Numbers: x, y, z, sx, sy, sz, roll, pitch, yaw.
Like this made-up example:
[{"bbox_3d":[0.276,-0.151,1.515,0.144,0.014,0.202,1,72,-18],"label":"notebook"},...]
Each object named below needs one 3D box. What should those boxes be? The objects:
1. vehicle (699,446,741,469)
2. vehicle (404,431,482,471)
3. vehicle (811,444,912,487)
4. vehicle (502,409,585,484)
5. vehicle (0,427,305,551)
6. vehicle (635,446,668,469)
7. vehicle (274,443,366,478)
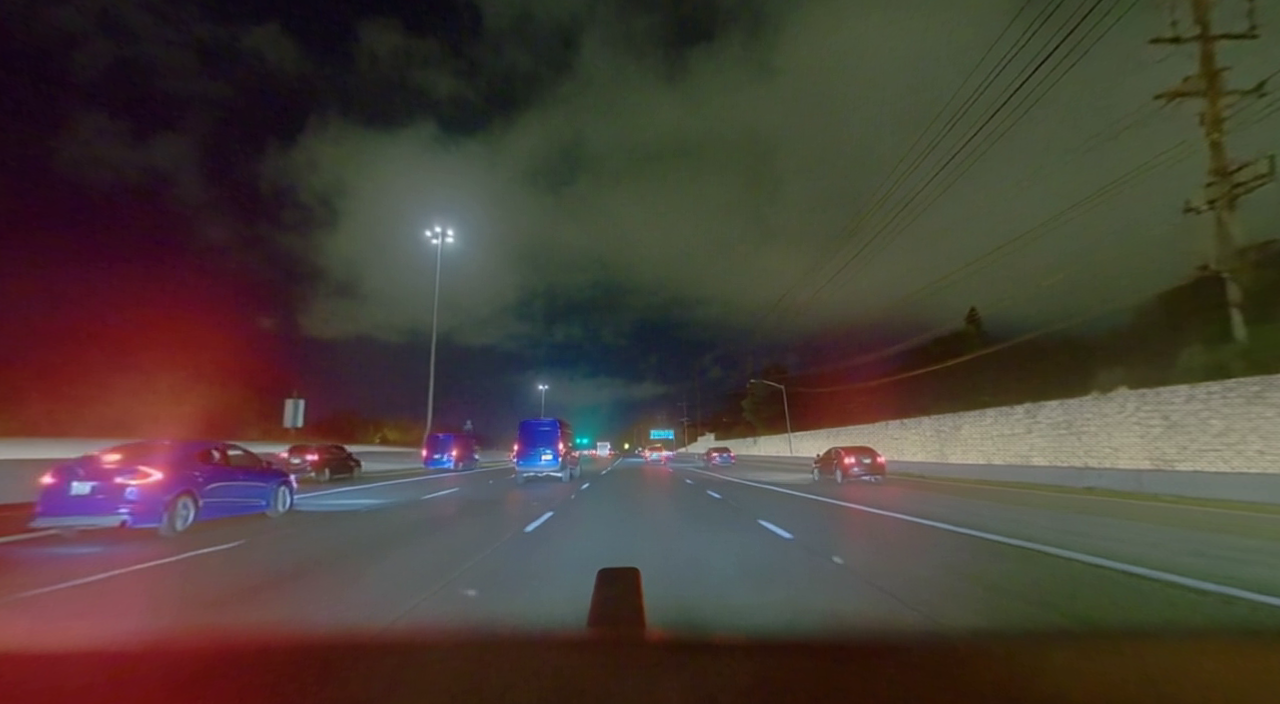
[{"bbox_3d":[5.574,7.453,44.517,2.095,1.504,4.536,0,-9,-3],"label":"vehicle"},{"bbox_3d":[-11.482,5.863,37.308,2.596,2.162,6.328,0,-9,0],"label":"vehicle"},{"bbox_3d":[8.242,4.259,23.954,2.052,1.470,4.364,0,-9,-3],"label":"vehicle"},{"bbox_3d":[-3.729,3.840,25.595,2.395,2.660,5.827,0,-9,0],"label":"vehicle"},{"bbox_3d":[-7.609,2.065,10.176,1.967,1.525,4.458,0,-9,-1],"label":"vehicle"},{"bbox_3d":[0.761,7.406,44.416,2.084,1.492,4.137,0,-9,-2],"label":"vehicle"},{"bbox_3d":[-15.037,5.120,29.927,1.937,1.523,4.708,0,-9,0],"label":"vehicle"}]
